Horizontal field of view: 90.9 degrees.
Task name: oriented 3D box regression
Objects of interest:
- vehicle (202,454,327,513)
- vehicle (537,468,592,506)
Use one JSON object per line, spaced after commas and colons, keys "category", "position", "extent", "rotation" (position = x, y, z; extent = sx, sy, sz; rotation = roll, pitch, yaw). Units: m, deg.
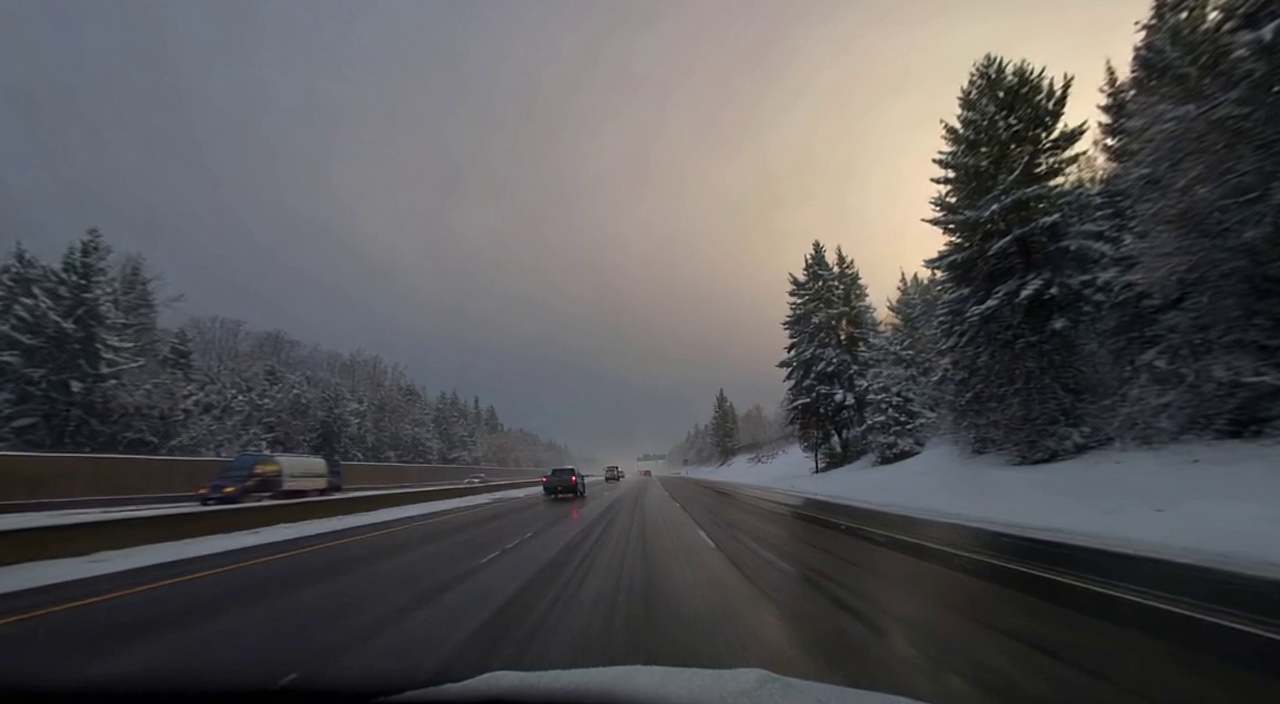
{"category": "vehicle", "position": [-20.518, 7.237, 34.982], "extent": [2.547, 2.879, 6.735], "rotation": [0, -11, 1]}
{"category": "vehicle", "position": [-3.201, 5.829, 27.393], "extent": [1.863, 1.486, 3.852], "rotation": [0, -11, 1]}
